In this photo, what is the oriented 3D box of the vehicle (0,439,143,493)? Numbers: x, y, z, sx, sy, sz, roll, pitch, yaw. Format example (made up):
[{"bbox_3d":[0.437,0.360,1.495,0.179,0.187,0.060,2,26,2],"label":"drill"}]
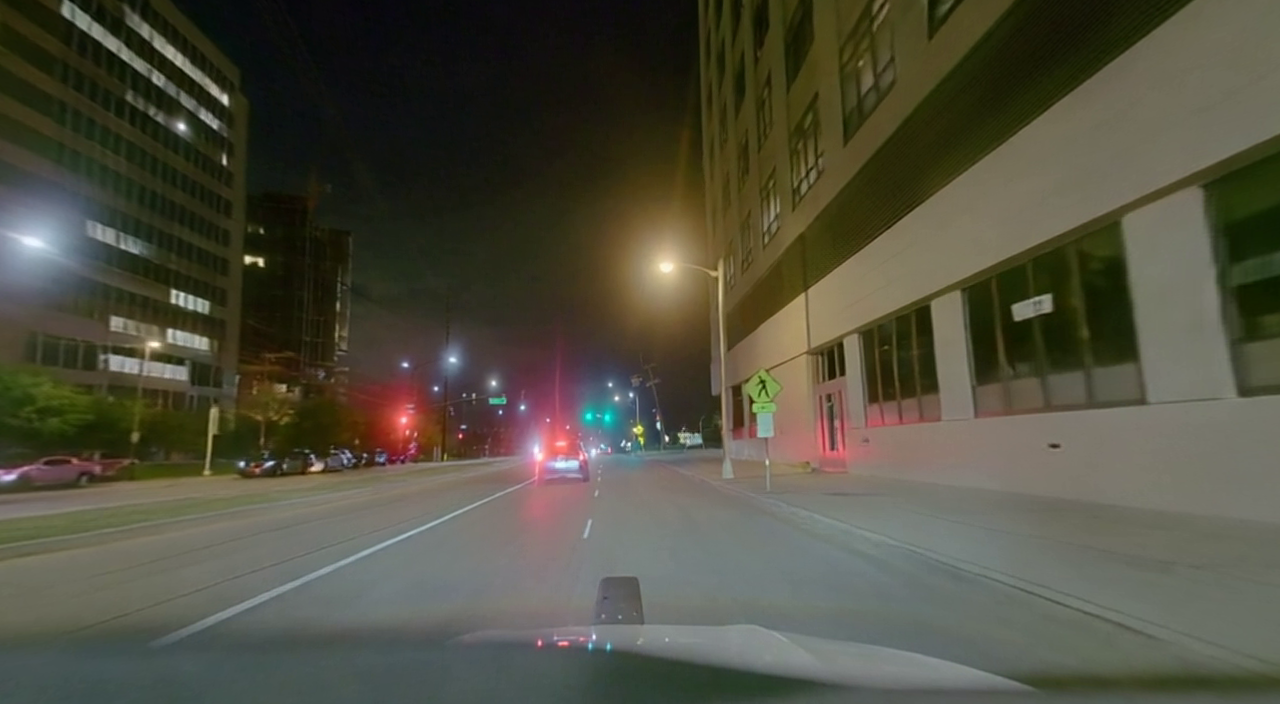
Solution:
[{"bbox_3d":[-27.091,5.302,29.399,5.928,2.096,2.250,-3,-7,-3],"label":"vehicle"}]

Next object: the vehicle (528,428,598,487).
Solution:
[{"bbox_3d":[-2.450,3.481,21.079,2.022,1.757,4.041,0,-8,-3],"label":"vehicle"}]

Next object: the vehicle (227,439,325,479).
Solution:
[{"bbox_3d":[-21.630,6.381,37.963,2.369,2.159,6.388,0,-8,-3],"label":"vehicle"}]
